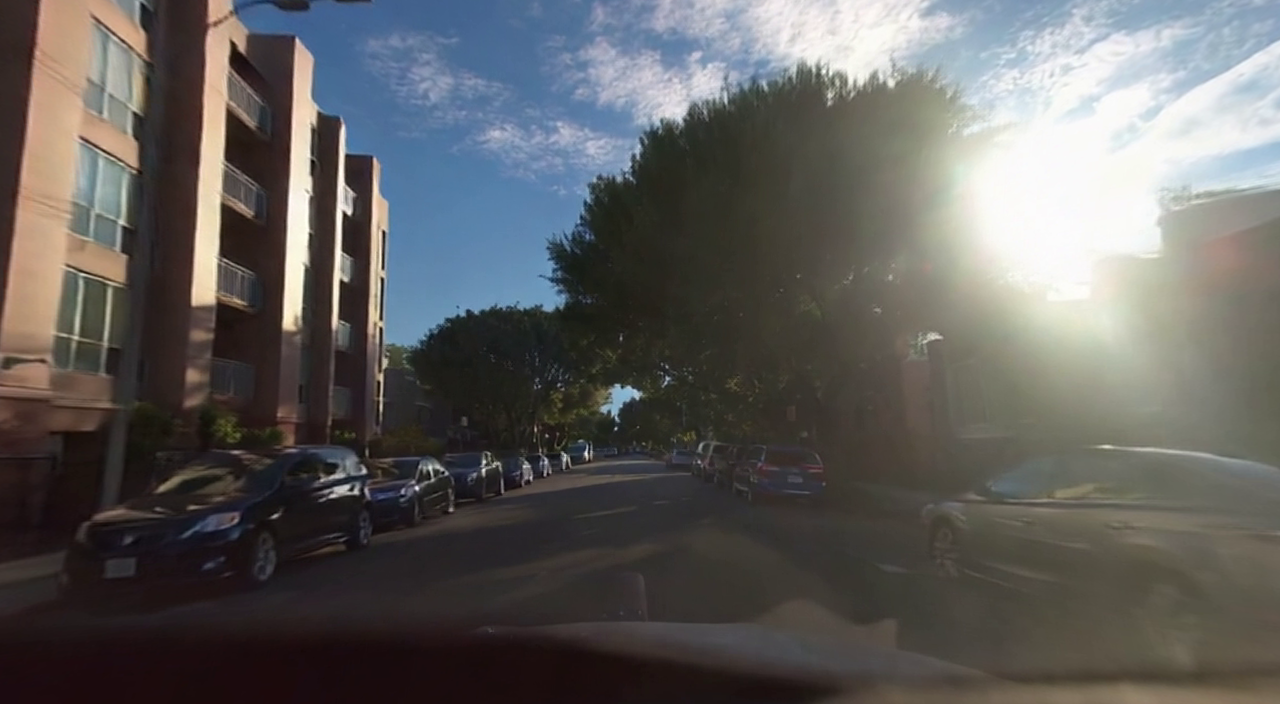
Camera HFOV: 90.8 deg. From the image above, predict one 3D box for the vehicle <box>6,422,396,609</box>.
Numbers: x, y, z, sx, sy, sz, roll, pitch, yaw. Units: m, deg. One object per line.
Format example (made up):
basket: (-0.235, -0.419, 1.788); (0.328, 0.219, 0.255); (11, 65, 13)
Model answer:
vehicle: (-5.024, 1.887, 8.324); (1.922, 1.728, 4.628); (0, -9, -2)

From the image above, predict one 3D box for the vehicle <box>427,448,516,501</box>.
vehicle: (-5.302, 3.879, 20.457); (1.711, 1.500, 4.510); (0, -9, -1)

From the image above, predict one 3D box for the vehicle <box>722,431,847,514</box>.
vehicle: (3.484, 3.006, 16.336); (1.912, 1.781, 5.159); (0, -9, -1)

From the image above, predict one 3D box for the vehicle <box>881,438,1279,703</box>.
vehicle: (3.767, 1.468, 5.131); (1.696, 1.453, 4.574); (0, -9, -2)

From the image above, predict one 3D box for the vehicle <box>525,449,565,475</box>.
vehicle: (-5.626, 6.544, 37.814); (1.647, 1.481, 4.433); (0, -9, 1)
